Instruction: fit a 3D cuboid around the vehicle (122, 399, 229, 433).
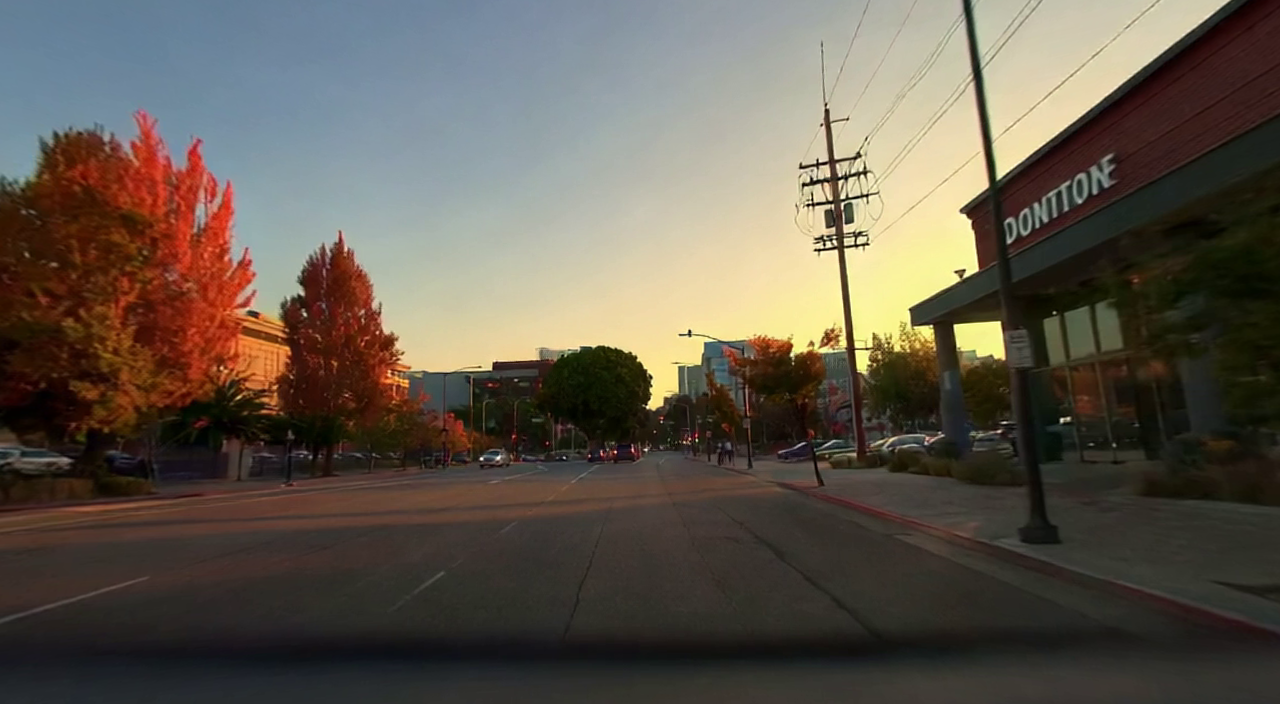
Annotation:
[{"bbox_3d":[-25.594,3.564,34.903,4.397,1.760,1.971,-1,-8,5],"label":"vehicle"}]
